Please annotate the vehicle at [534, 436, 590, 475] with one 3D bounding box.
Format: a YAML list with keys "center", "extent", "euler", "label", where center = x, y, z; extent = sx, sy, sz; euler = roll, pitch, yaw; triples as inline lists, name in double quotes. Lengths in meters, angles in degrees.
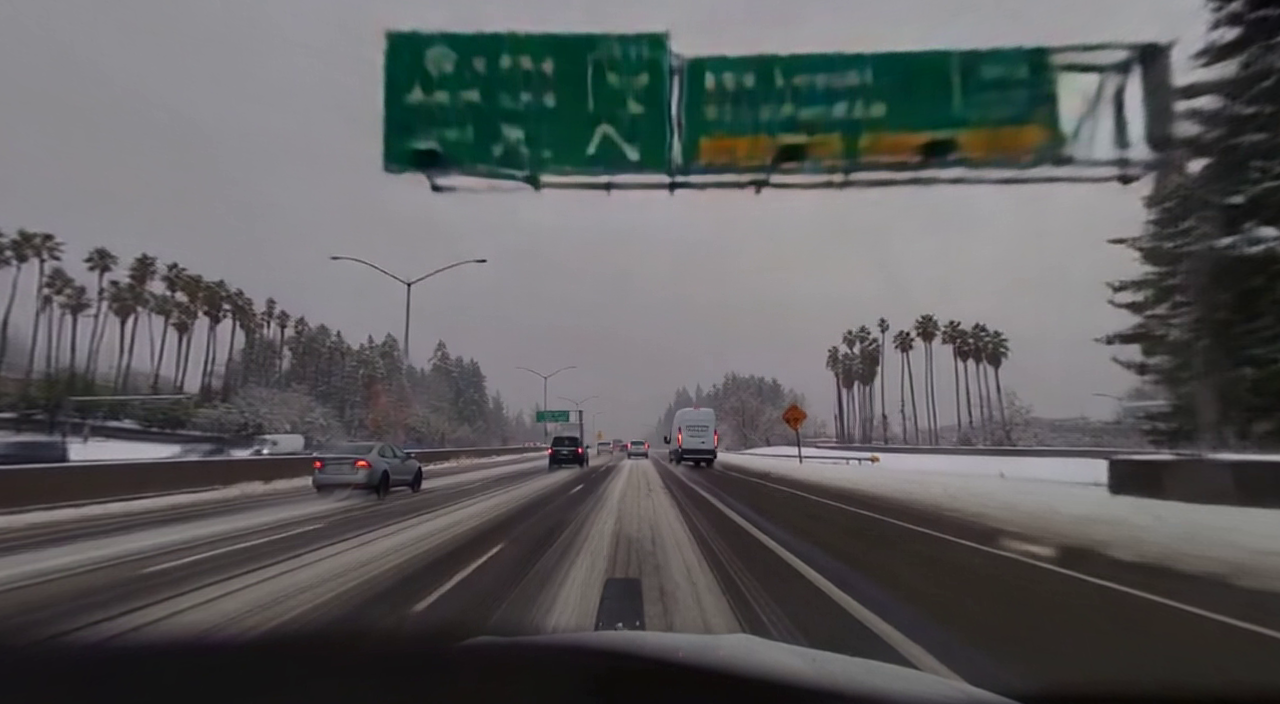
- center: [-3.526, 4.771, 29.149]
  extent: [2.017, 1.683, 4.094]
  euler: [0, -9, 0]
  label: "vehicle"

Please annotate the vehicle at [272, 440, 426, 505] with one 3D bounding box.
- center: [-7.554, 3.148, 16.927]
  extent: [2.050, 1.487, 4.372]
  euler: [0, -9, 0]
  label: "vehicle"

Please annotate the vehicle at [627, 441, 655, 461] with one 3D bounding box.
- center: [0.068, 7.793, 49.447]
  extent: [2.085, 1.507, 4.096]
  euler: [0, -9, 0]
  label: "vehicle"

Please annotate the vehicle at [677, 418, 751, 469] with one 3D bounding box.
- center: [4.236, 5.874, 40.038]
  extent: [2.891, 2.596, 15.534]
  euler: [0, -9, 0]
  label: "vehicle"

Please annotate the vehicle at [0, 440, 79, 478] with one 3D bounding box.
- center: [-31.424, 5.307, 31.418]
  extent: [2.342, 1.798, 4.902]
  euler: [0, -9, -1]
  label: "vehicle"
